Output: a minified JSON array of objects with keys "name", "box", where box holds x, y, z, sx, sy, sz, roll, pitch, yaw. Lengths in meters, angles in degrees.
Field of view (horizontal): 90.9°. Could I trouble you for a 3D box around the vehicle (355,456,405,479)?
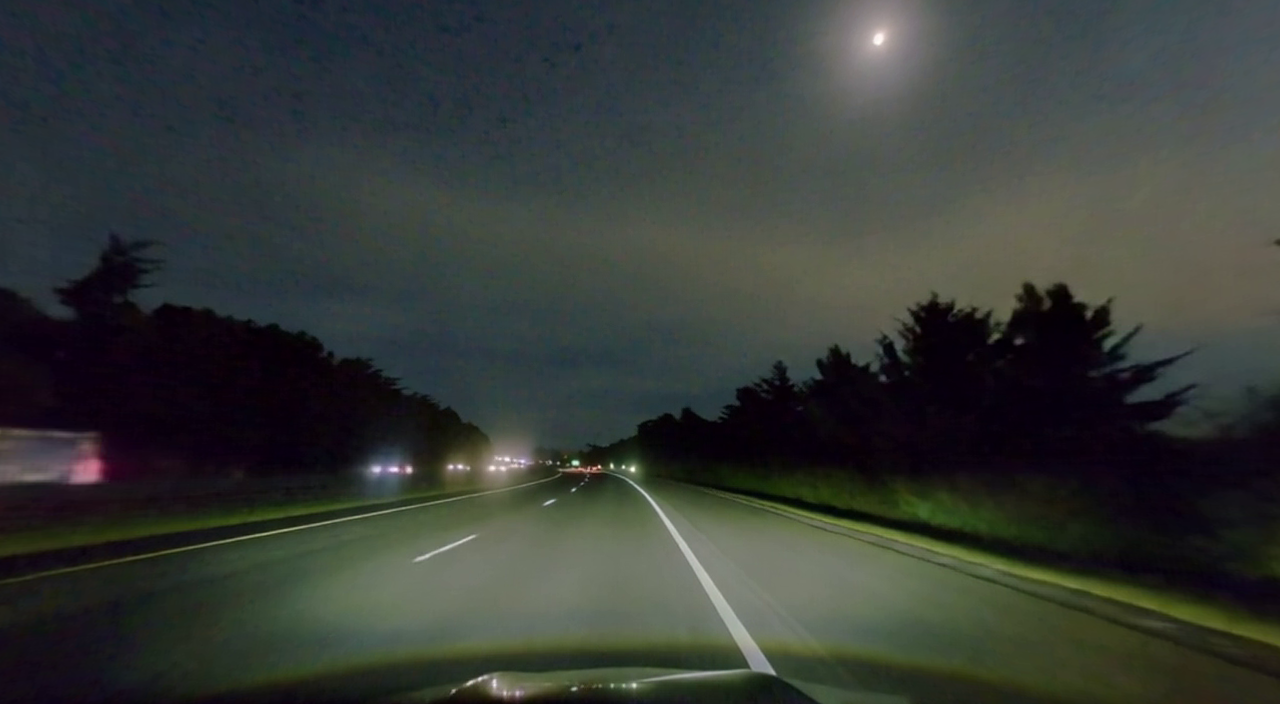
[{"name":"vehicle","box":[-18.984,8.477,46.232,1.874,1.601,4.334,1,-11,-1]}]
